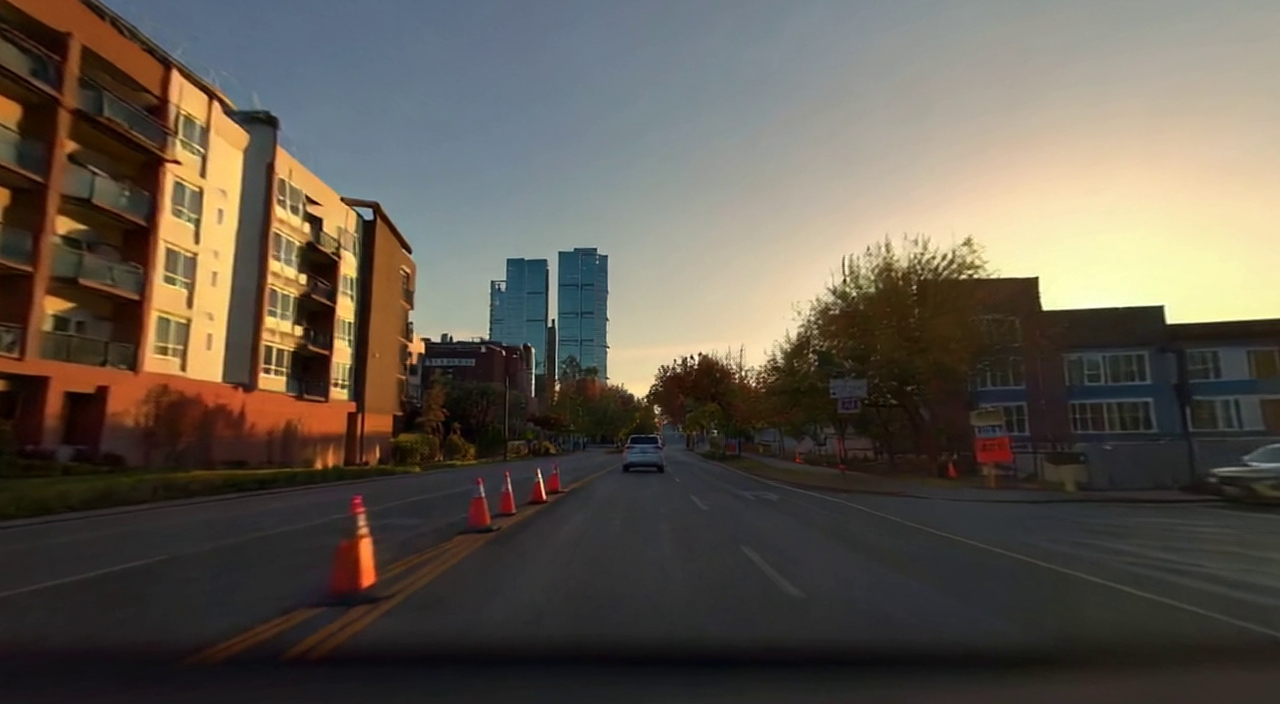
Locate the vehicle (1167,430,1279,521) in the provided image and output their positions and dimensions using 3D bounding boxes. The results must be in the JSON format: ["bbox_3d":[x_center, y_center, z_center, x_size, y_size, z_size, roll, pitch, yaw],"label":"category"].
[{"bbox_3d":[14.706,2.618,13.588,4.655,1.798,2.050,0,-8,0],"label":"vehicle"}]

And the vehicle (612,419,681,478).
[{"bbox_3d":[0.337,4.354,28.471,2.762,2.309,6.723,0,-8,1],"label":"vehicle"}]
